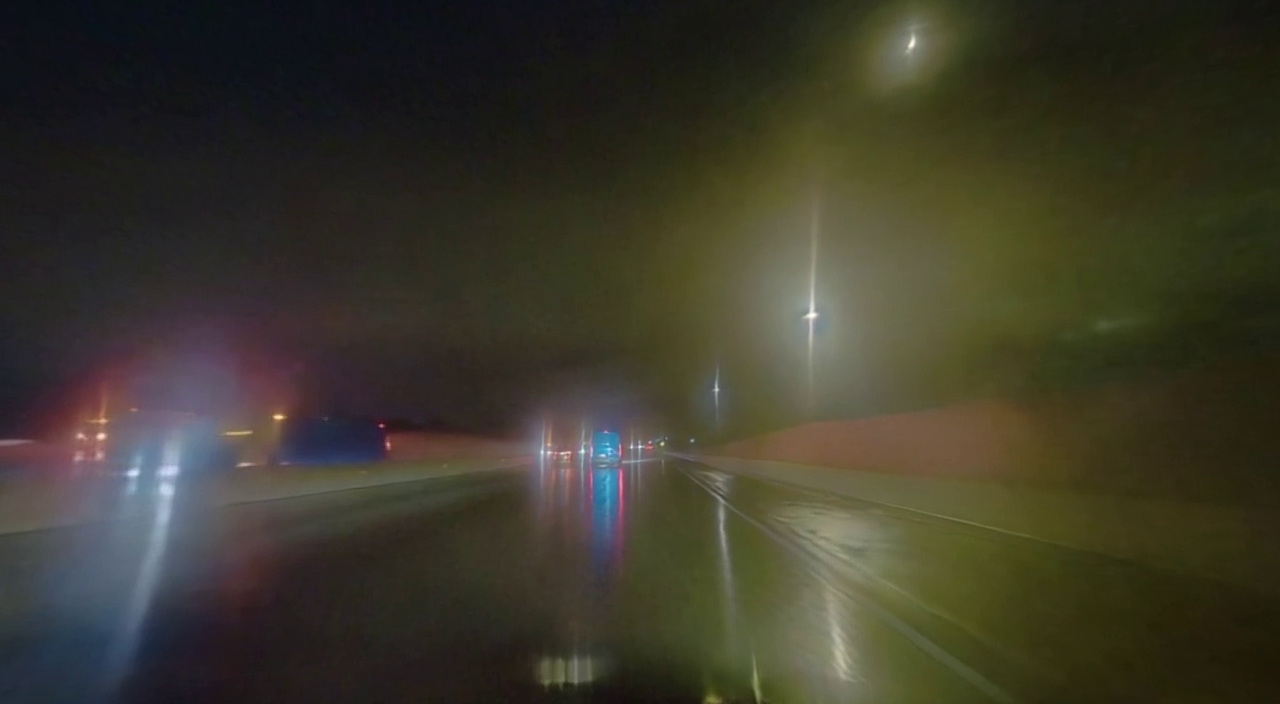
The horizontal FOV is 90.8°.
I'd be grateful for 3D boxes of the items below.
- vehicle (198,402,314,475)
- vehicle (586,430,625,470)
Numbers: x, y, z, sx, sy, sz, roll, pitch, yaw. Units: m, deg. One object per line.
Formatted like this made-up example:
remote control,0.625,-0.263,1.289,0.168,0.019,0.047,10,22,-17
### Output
vehicle,-22.815,5.247,37.946,2.963,3.995,5.922,0,-9,1
vehicle,-2.321,6.857,44.203,2.437,2.565,5.829,0,-9,0
